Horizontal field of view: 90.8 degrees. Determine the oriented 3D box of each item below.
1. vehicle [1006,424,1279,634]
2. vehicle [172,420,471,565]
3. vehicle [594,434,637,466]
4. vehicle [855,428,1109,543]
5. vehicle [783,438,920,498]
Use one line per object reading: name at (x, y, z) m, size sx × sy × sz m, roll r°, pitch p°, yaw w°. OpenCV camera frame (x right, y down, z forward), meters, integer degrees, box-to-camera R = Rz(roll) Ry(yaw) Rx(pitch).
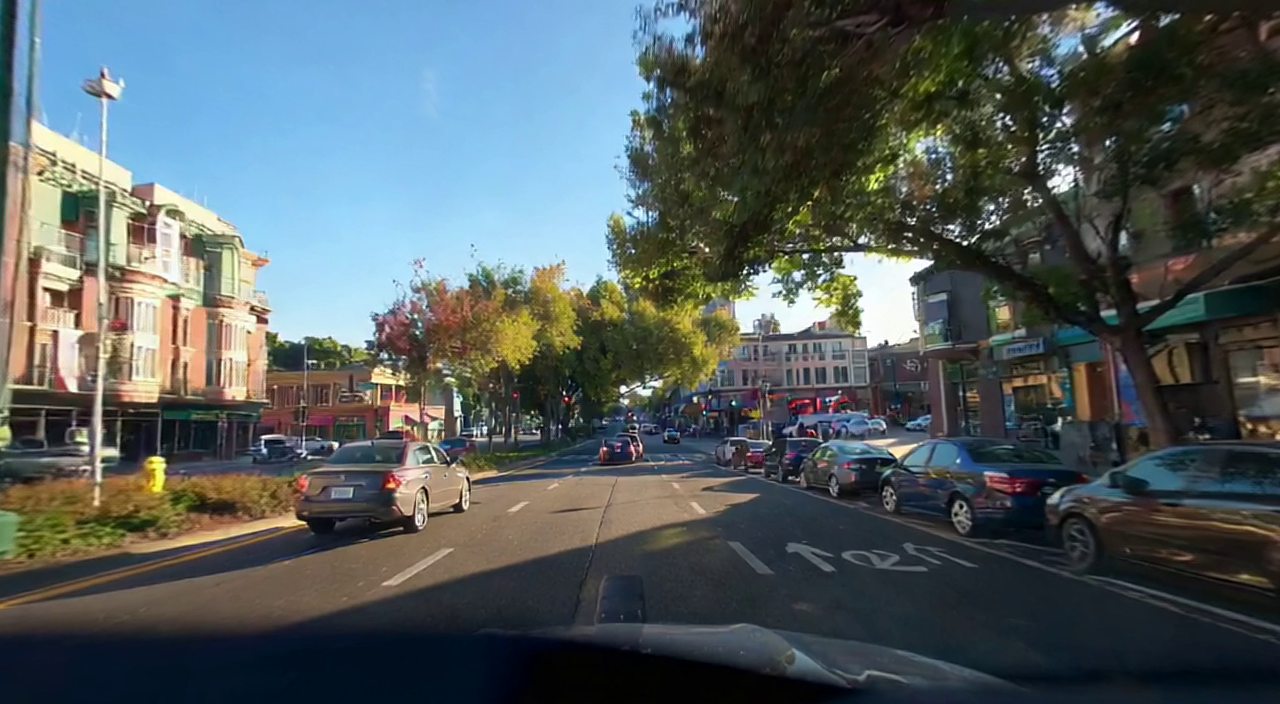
vehicle at (5.943, 1.485, 5.740) m, size 2.200 × 1.574 × 4.989 m, roll 0°, pitch -8°, yaw -1°
vehicle at (-3.975, 1.820, 8.977) m, size 1.934 × 1.522 × 4.464 m, roll 0°, pitch -9°, yaw 0°
vehicle at (-1.196, 5.038, 32.572) m, size 2.082 × 1.520 × 3.896 m, roll 0°, pitch -8°, yaw -1°
vehicle at (5.857, 2.313, 11.679) m, size 2.019 × 1.670 × 4.550 m, roll 0°, pitch -9°, yaw -2°
vehicle at (5.845, 3.272, 18.231) m, size 2.089 × 1.488 × 4.663 m, roll 0°, pitch -9°, yaw -3°
